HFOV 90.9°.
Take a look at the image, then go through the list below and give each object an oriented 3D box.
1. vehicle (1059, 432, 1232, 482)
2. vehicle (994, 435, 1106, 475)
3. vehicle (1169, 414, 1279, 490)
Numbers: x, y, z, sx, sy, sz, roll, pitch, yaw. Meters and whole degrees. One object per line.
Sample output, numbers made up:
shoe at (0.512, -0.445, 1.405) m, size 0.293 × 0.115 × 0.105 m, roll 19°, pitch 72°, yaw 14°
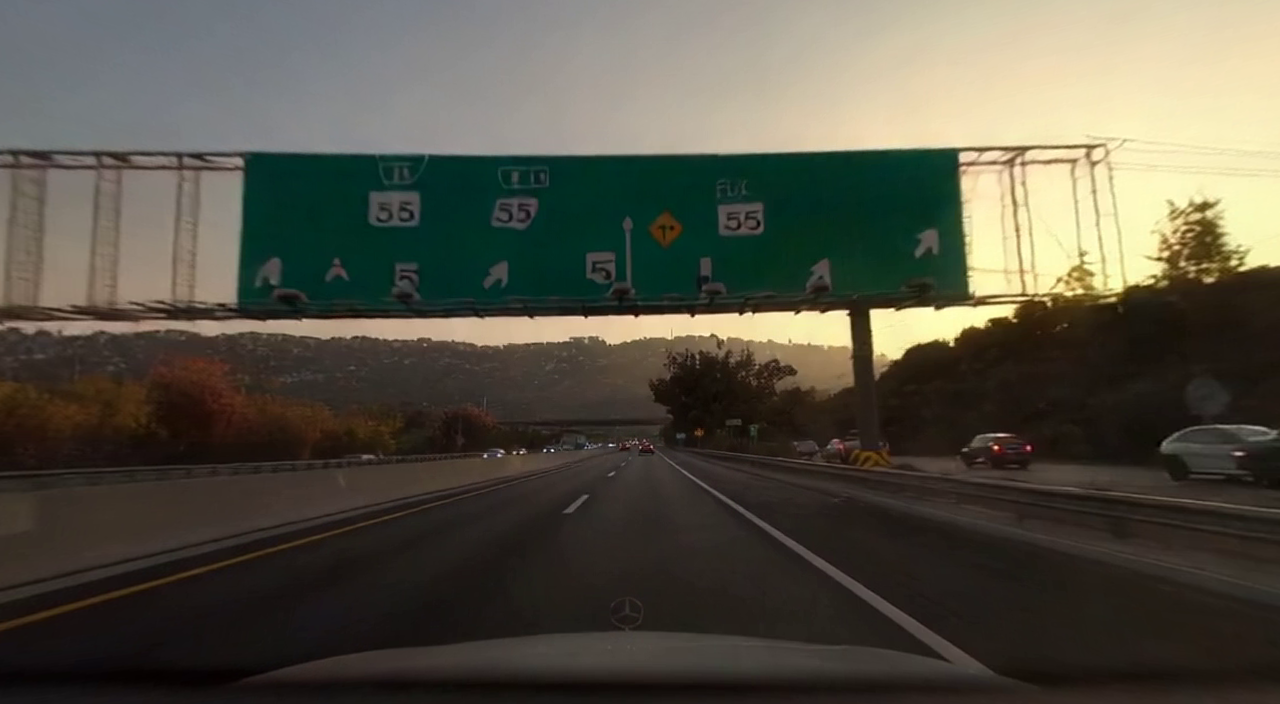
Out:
vehicle at (28.754, 6.040, 36.605) m, size 2.981 × 2.531 × 8.487 m, roll 0°, pitch -9°, yaw 0°
vehicle at (29.083, 7.337, 45.277) m, size 3.048 × 2.634 × 7.590 m, roll -1°, pitch -8°, yaw 1°
vehicle at (28.597, 4.702, 29.844) m, size 2.644 × 3.246 × 4.908 m, roll -1°, pitch -9°, yaw 2°
